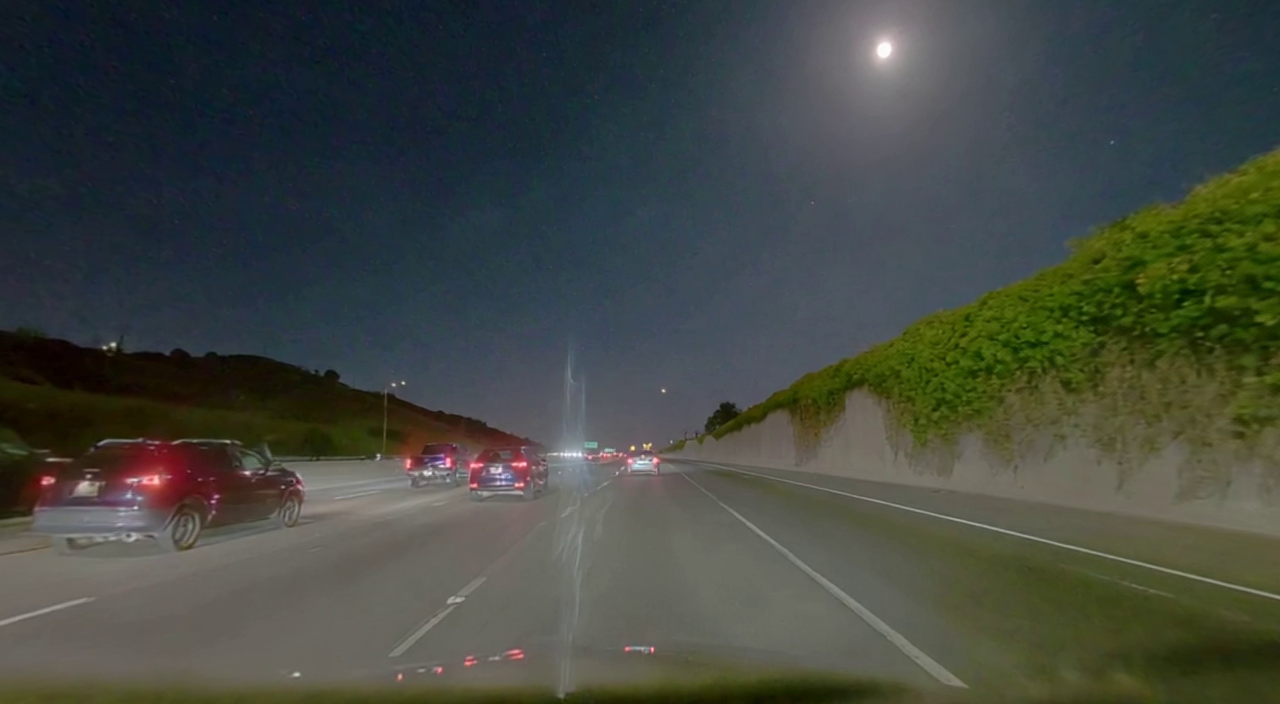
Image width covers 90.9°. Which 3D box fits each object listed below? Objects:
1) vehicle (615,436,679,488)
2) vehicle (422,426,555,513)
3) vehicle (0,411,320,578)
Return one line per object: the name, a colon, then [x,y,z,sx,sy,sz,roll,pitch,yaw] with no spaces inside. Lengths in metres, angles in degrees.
vehicle: [0.214,4.188,24.367,2.233,1.804,4.273,0,-9,-1]
vehicle: [-3.485,2.807,15.543,2.093,1.820,4.506,0,-9,1]
vehicle: [-7.053,1.899,9.231,2.215,1.797,4.666,0,-9,0]
